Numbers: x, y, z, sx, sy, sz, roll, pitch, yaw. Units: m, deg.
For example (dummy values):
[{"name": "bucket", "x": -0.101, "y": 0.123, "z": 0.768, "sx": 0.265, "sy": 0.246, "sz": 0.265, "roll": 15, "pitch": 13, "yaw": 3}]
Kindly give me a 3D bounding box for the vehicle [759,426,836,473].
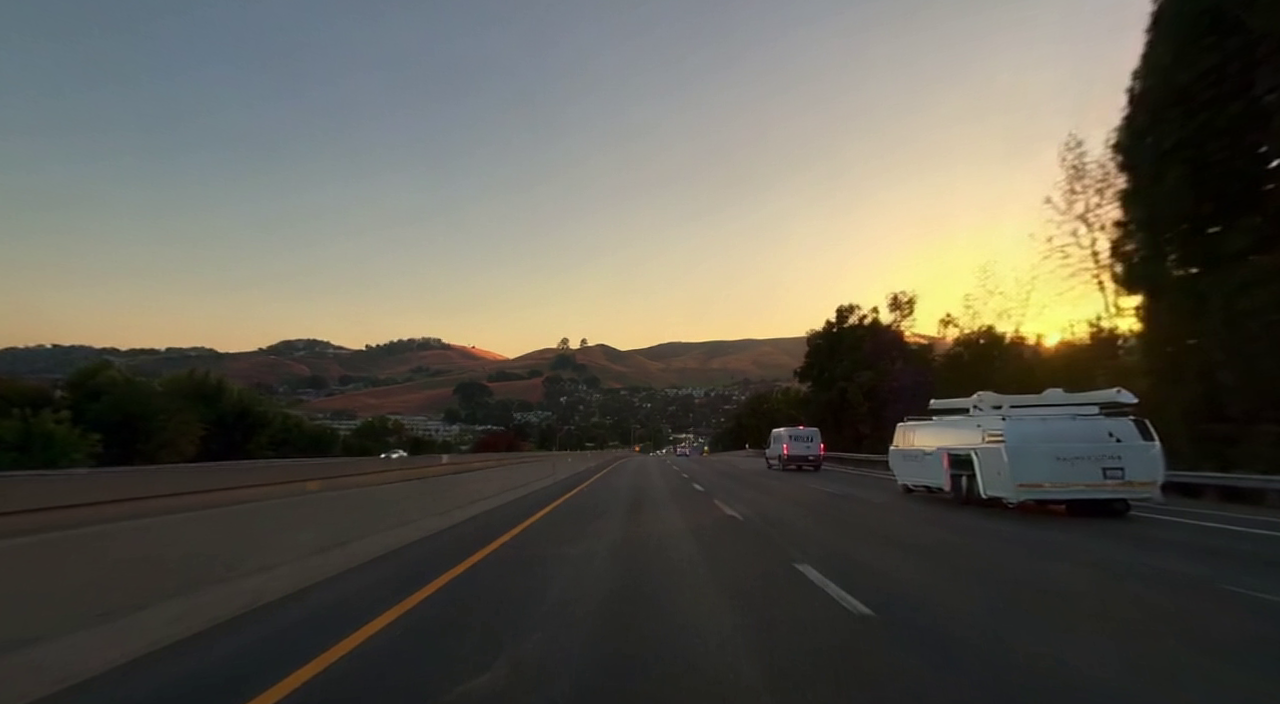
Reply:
[{"name": "vehicle", "x": 7.601, "y": 4.782, "z": 31.093, "sx": 2.275, "sy": 2.059, "sz": 5.543, "roll": 0, "pitch": -8, "yaw": -1}]
